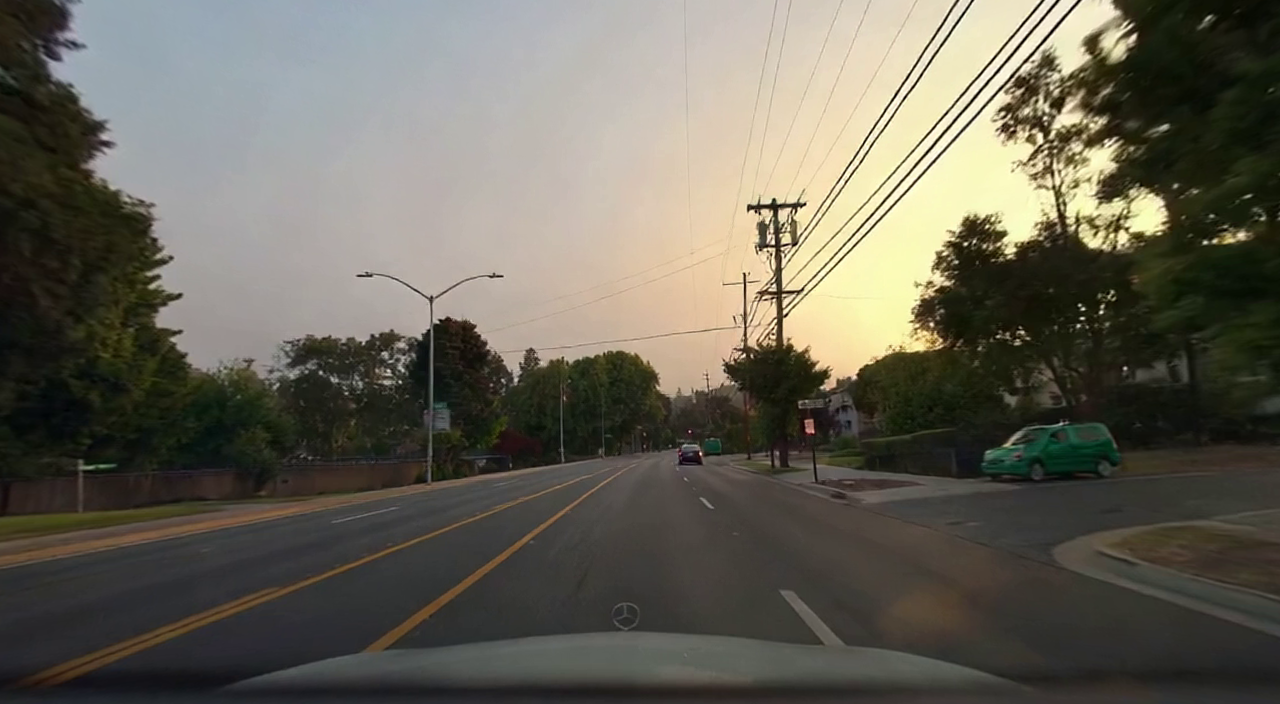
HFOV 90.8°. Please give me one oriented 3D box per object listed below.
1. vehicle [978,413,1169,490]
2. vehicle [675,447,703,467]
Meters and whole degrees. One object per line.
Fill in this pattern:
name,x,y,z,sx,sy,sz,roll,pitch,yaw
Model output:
vehicle,12.125,2.849,18.184,1.939,1.839,4.674,-2,-9,-2
vehicle,3.655,7.892,47.634,2.015,1.467,4.117,-1,-9,4
